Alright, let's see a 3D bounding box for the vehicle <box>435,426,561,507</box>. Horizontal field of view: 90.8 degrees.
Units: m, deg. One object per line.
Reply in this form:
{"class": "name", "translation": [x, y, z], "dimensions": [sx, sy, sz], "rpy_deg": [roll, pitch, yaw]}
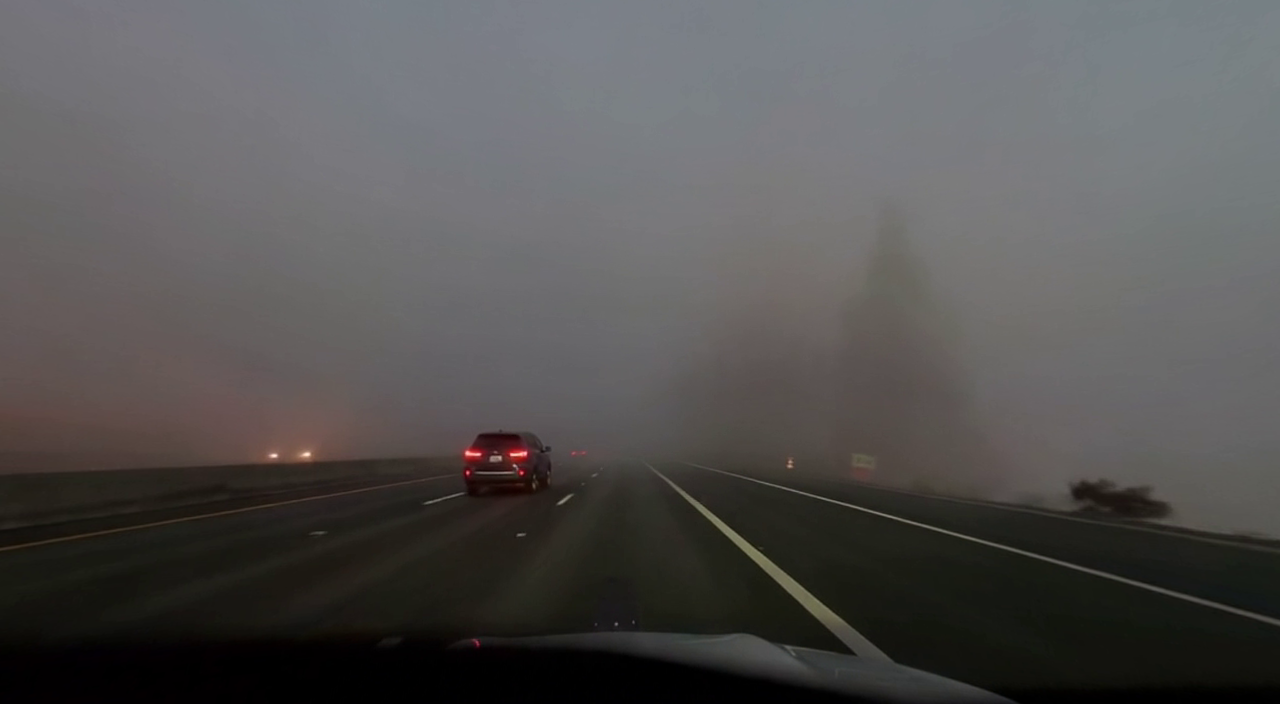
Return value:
{"class": "vehicle", "translation": [-3.314, 2.786, 15.755], "dimensions": [2.103, 1.715, 4.371], "rpy_deg": [0, -9, 0]}

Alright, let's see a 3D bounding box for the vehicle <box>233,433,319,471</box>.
{"class": "vehicle", "translation": [-24.027, 6.622, 42.033], "dimensions": [2.250, 2.320, 5.768], "rpy_deg": [0, -9, 0]}

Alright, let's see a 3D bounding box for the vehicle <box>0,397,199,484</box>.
{"class": "vehicle", "translation": [-31.940, 5.026, 35.264], "dimensions": [2.891, 4.097, 16.481], "rpy_deg": [0, -9, 0]}
